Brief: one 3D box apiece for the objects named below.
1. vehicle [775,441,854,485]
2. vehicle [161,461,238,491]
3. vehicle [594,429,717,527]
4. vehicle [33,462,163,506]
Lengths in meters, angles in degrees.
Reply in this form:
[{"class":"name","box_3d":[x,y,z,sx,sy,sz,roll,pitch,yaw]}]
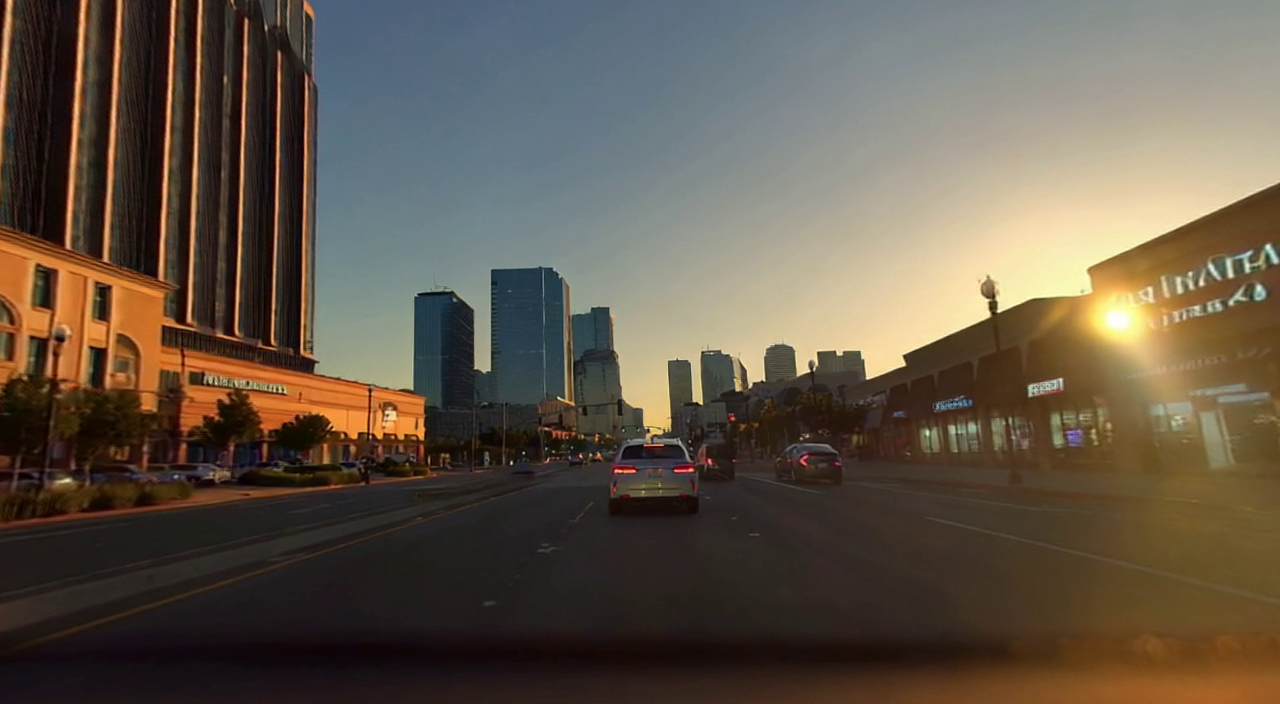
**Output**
[{"class":"vehicle","box_3d":[6.967,4.441,25.650,2.086,1.627,4.294,0,-8,2]},{"class":"vehicle","box_3d":[-27.884,7.848,40.091,1.861,1.578,4.152,0,-8,1]},{"class":"vehicle","box_3d":[0.258,2.464,12.906,2.125,1.669,3.880,0,-8,0]},{"class":"vehicle","box_3d":[-25.876,6.271,30.384,2.026,1.808,4.835,0,-9,-2]}]
